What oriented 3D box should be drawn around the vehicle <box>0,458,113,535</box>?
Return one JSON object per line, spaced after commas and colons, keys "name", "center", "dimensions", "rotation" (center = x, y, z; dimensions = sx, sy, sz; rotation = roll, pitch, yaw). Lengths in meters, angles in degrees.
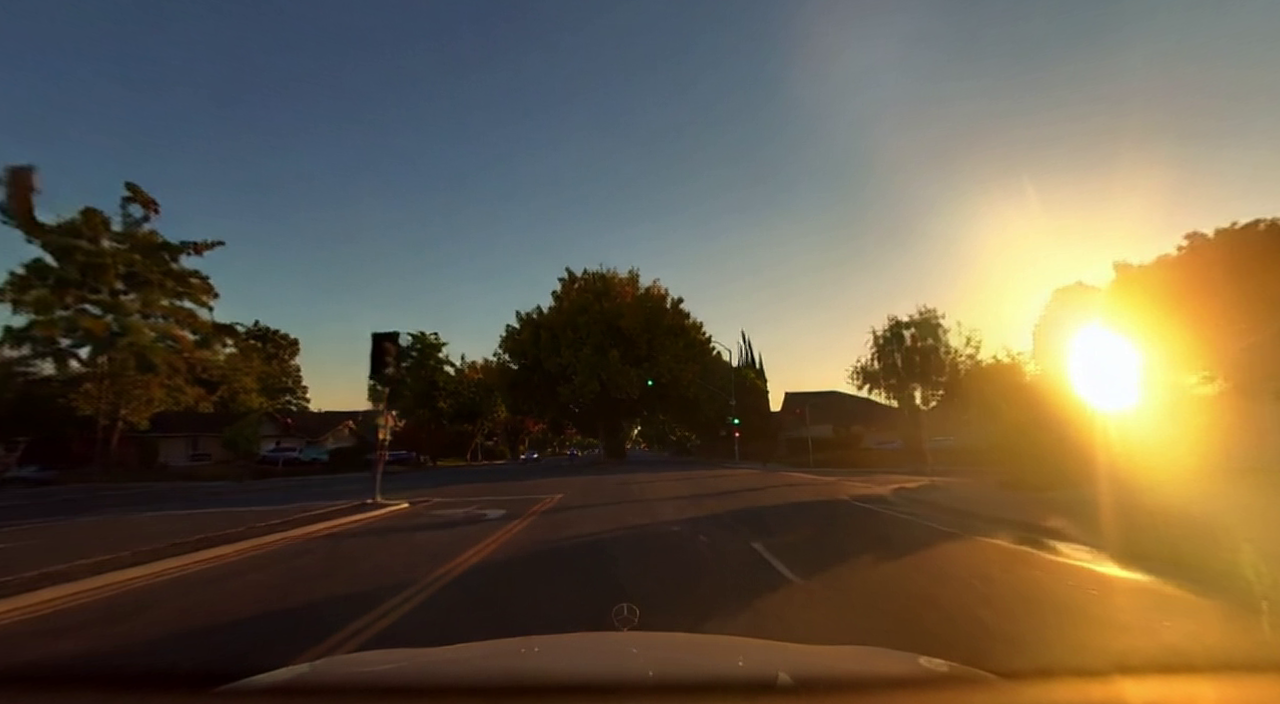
{"name": "vehicle", "center": [-14.631, 3.251, 14.662], "dimensions": [2.018, 1.500, 4.433], "rotation": [2, -9, -17]}
